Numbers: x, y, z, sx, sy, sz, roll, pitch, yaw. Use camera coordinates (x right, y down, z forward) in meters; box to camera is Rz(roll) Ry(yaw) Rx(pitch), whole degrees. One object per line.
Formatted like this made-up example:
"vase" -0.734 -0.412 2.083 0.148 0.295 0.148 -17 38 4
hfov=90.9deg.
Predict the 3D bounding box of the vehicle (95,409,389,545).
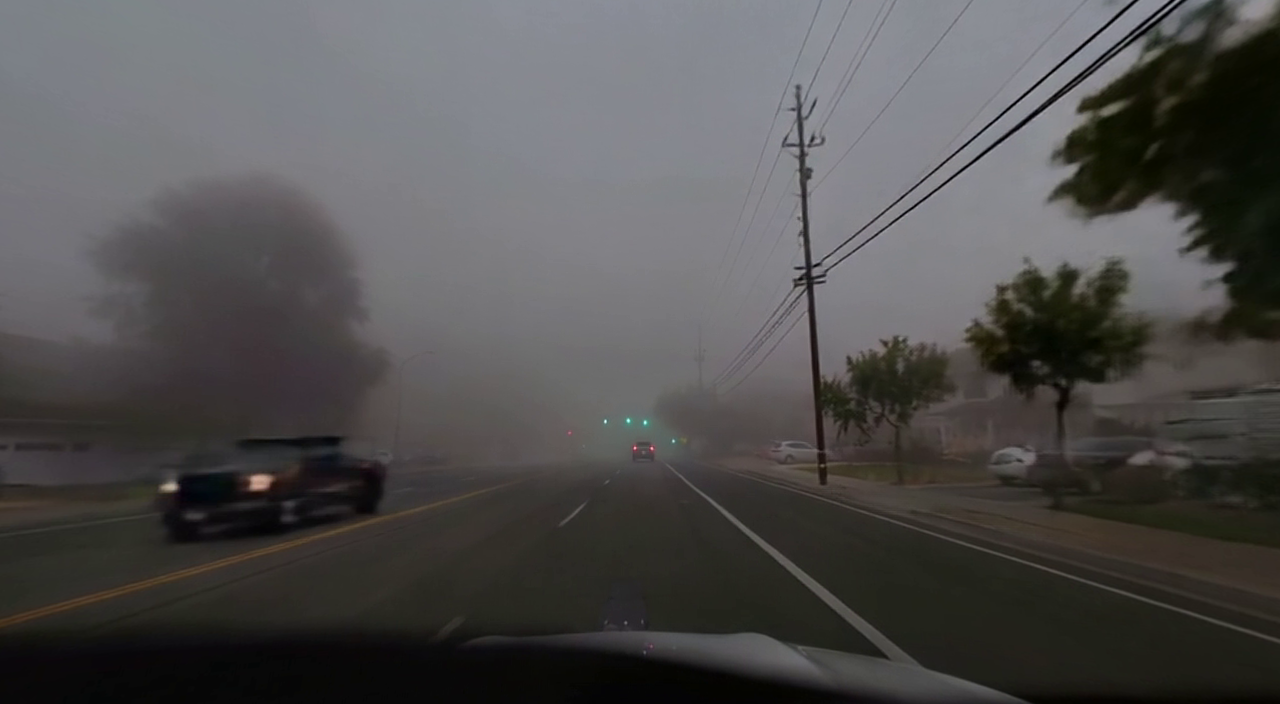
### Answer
"vehicle" -6.739 2.180 11.553 2.273 1.952 4.599 0 -9 1

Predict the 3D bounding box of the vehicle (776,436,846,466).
"vehicle" 12.115 7.056 44.975 4.305 1.997 2.453 0 -9 1

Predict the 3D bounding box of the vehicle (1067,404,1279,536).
"vehicle" 11.176 2.147 11.788 2.392 2.063 5.213 0 -9 -5
